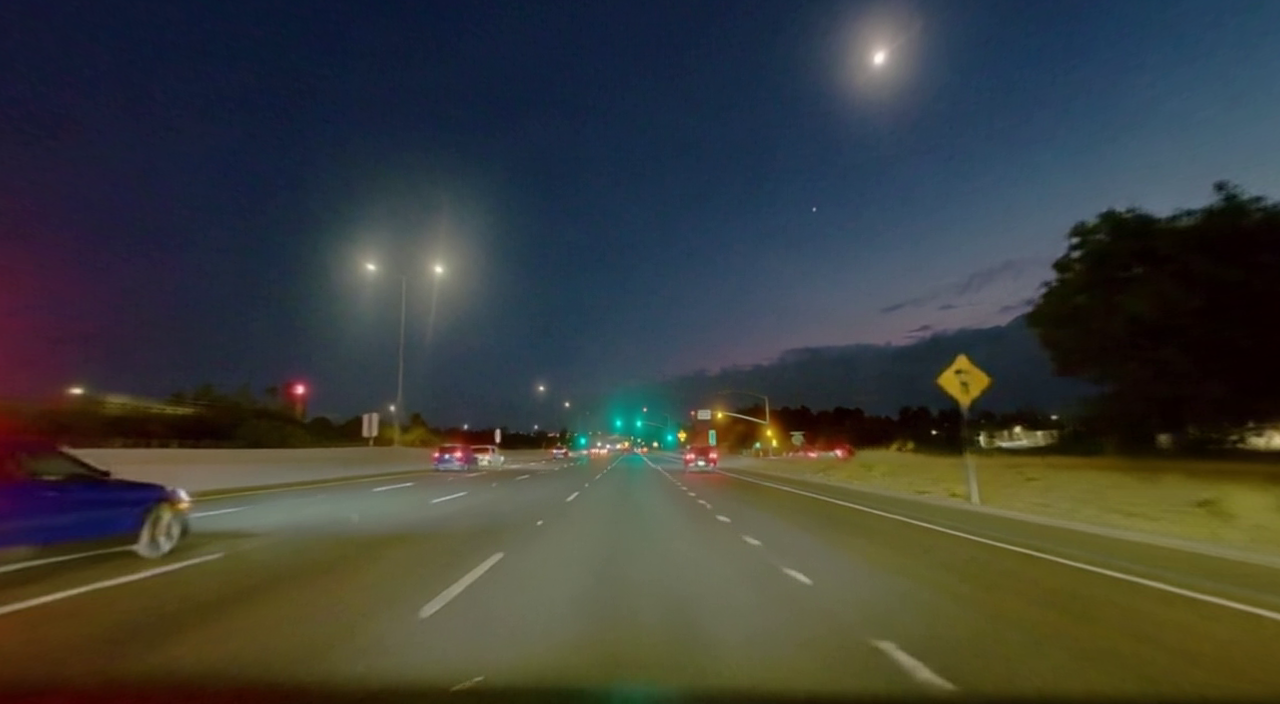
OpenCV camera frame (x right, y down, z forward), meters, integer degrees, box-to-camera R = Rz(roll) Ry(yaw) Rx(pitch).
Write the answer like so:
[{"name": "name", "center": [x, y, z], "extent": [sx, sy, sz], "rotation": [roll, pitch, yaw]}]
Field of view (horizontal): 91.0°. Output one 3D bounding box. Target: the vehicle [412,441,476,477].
[{"name": "vehicle", "center": [-11.109, 6.083, 36.036], "extent": [2.137, 1.873, 4.687], "rotation": [0, -9, 0]}]

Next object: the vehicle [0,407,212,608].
[{"name": "vehicle", "center": [-7.080, 1.419, 5.767], "extent": [2.524, 1.806, 5.325], "rotation": [0, -9, 0]}]

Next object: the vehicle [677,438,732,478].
[{"name": "vehicle", "center": [3.170, 5.351, 32.065], "extent": [2.184, 1.892, 4.763], "rotation": [0, -9, -2]}]
